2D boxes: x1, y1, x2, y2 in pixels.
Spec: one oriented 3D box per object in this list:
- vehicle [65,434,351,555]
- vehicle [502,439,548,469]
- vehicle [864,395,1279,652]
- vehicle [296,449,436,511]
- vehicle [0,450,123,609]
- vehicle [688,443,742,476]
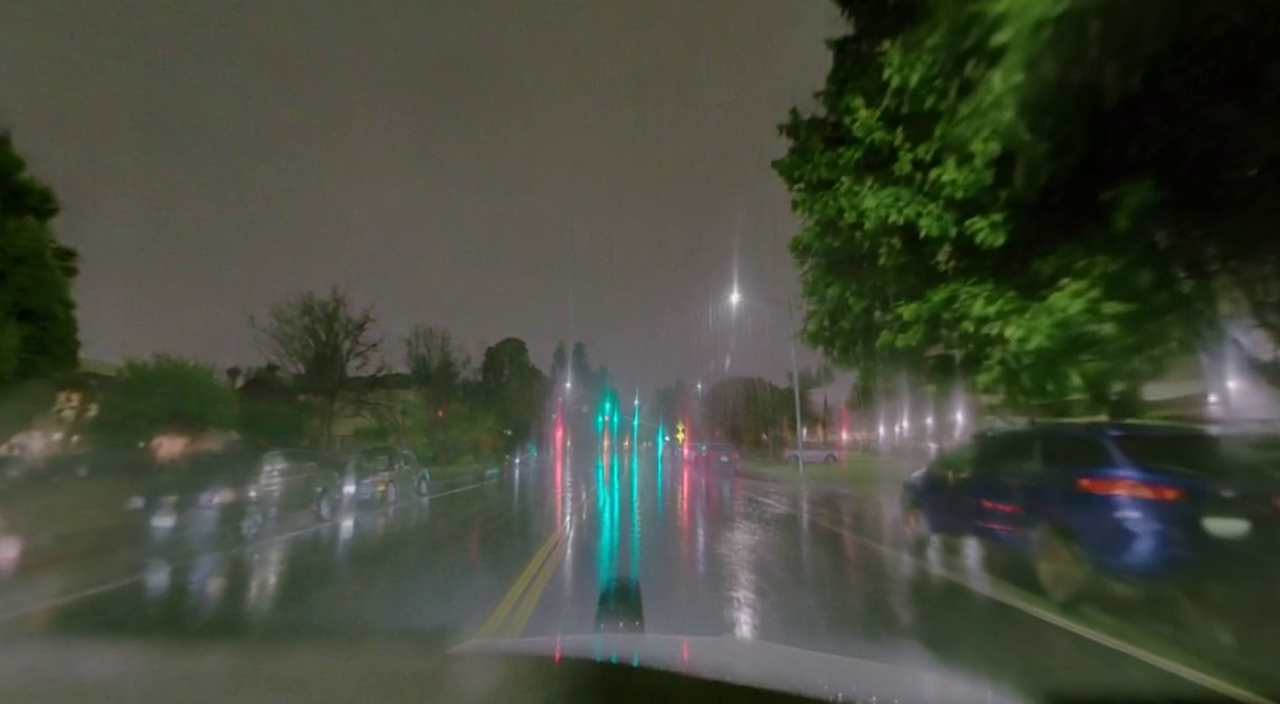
[{"bbox_3d":[-7.246,2.378,11.348,2.092,1.706,4.356,0,-8,-1],"label":"vehicle"},{"bbox_3d":[-8.274,7.404,46.043,2.420,2.004,5.615,0,-8,-2],"label":"vehicle"},{"bbox_3d":[4.278,1.482,6.586,1.992,1.703,4.503,0,-8,-3],"label":"vehicle"},{"bbox_3d":[-7.293,3.415,17.401,1.954,1.430,4.395,0,-8,-1],"label":"vehicle"},{"bbox_3d":[-6.826,1.515,4.909,1.811,1.454,4.610,0,-8,-2],"label":"vehicle"},{"bbox_3d":[3.718,5.419,32.142,1.955,1.536,4.395,1,-8,-4],"label":"vehicle"}]
